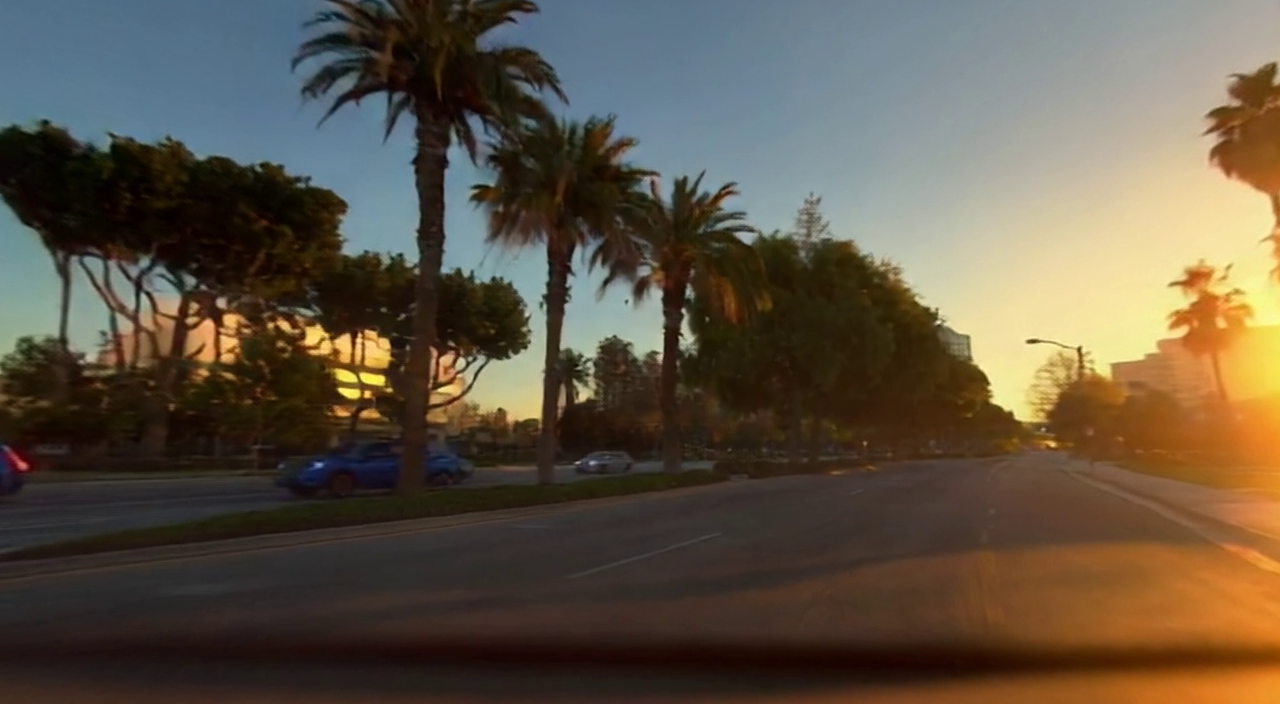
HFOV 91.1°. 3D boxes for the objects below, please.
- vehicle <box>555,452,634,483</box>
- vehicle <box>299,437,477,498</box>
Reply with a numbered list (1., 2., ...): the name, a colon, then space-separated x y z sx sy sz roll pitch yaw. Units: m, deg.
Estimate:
1. vehicle: -2.401 6.245 34.382 1.915 1.490 4.763 -5 -10 30
2. vehicle: -8.919 4.121 22.974 2.273 1.890 5.841 -5 -10 29
